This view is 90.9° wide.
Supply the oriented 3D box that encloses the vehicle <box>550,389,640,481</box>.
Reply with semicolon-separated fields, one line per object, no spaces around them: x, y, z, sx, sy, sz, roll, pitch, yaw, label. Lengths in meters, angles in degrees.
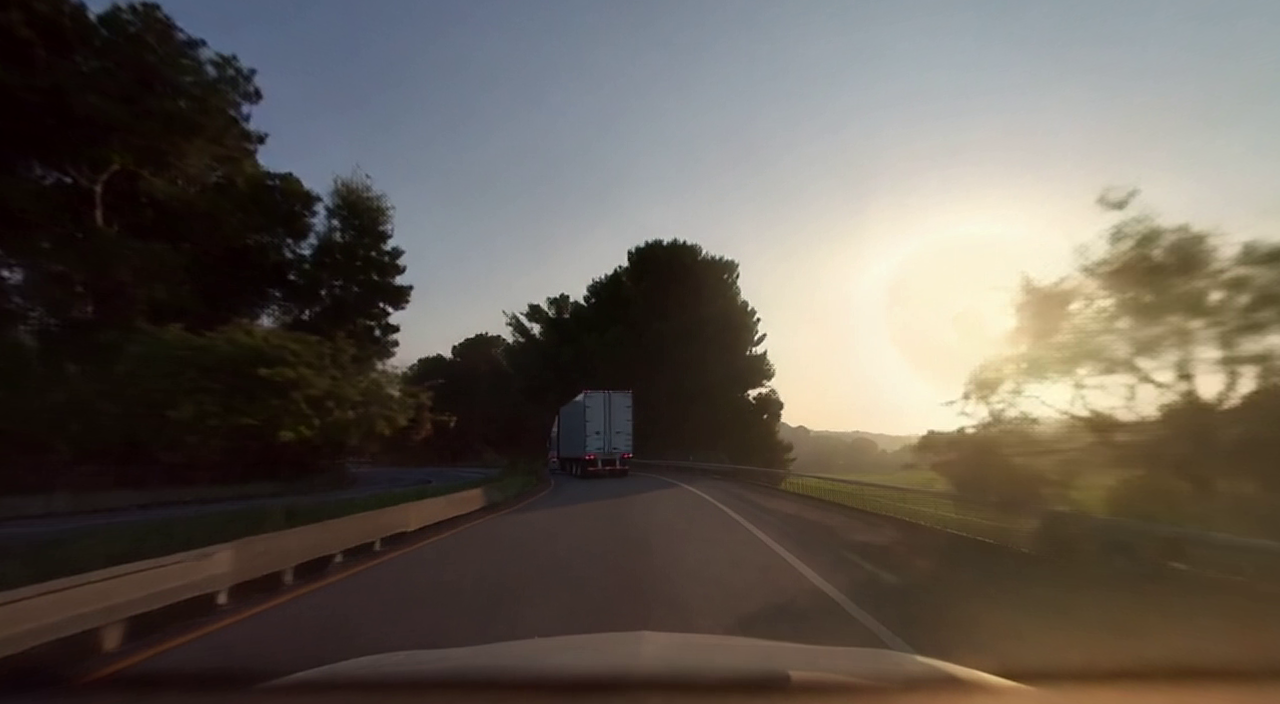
-3.032;4.727;35.792;3.087;4.178;13.682;1;-8;-12;vehicle
